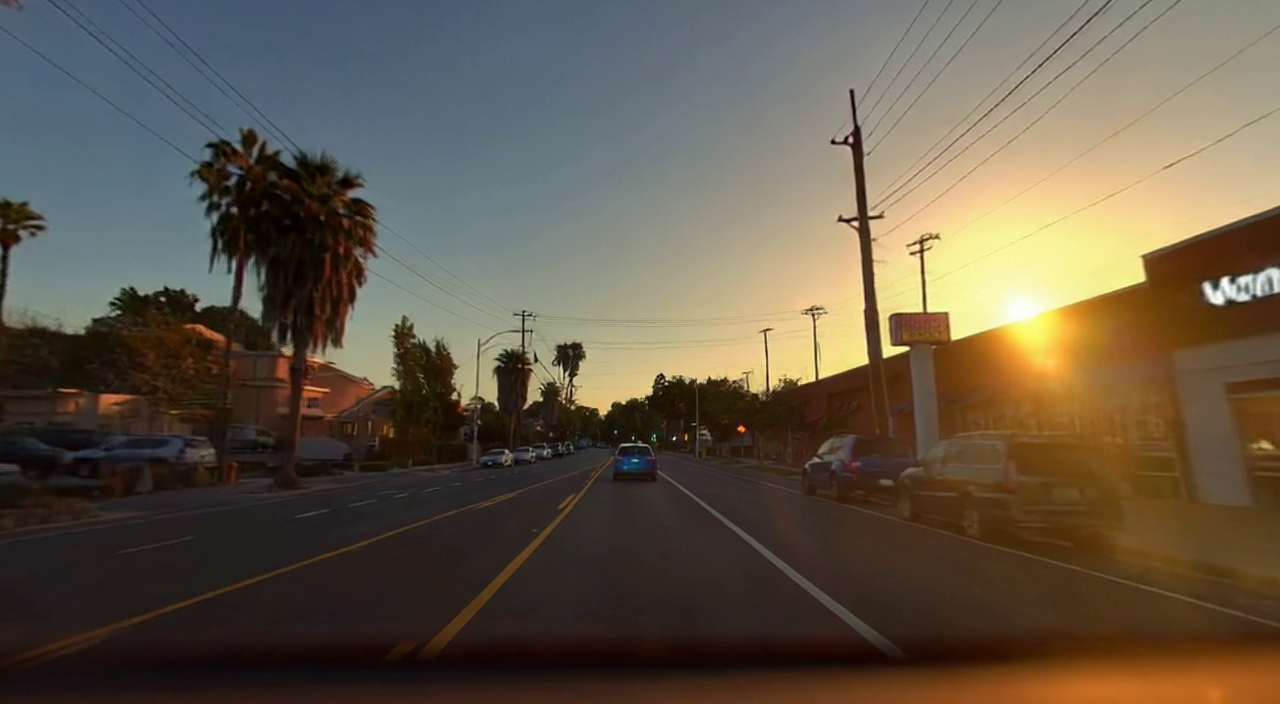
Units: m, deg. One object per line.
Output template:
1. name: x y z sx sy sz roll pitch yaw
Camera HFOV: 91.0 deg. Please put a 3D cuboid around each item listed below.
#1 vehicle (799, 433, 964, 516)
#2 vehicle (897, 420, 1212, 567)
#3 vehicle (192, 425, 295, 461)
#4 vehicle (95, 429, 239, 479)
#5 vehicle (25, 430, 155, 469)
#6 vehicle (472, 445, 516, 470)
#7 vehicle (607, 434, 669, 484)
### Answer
1. vehicle: 5.965 3.075 16.444 2.153 1.801 5.163 0 -9 -1
2. vehicle: 6.042 2.084 10.049 1.945 1.791 4.460 0 -9 0
3. vehicle: -20.838 4.769 33.195 1.911 1.762 4.127 -8 -11 43
4. vehicle: -17.537 3.805 23.717 2.084 1.678 4.707 1 -9 -6
5. vehicle: -22.842 4.076 26.402 1.829 1.492 4.487 1 -9 -8
6. vehicle: -10.404 7.533 45.168 2.075 1.693 4.696 0 -9 -1
7. vehicle: -0.113 4.207 25.055 2.264 1.798 4.563 0 -9 -1
